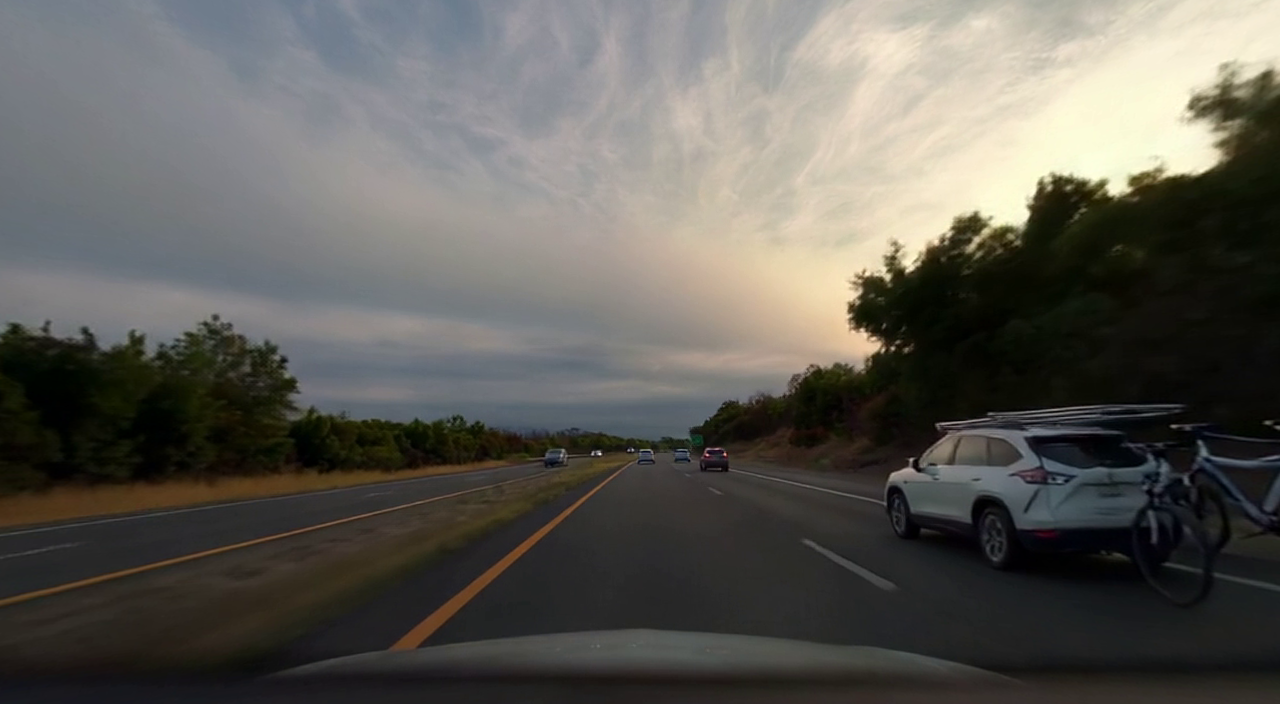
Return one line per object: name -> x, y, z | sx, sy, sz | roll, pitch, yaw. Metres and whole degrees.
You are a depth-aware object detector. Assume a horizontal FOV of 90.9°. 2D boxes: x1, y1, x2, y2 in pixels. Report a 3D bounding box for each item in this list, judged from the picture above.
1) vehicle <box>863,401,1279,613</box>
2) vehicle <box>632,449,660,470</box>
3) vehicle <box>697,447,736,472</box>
vehicle -> 4.228, 1.515, 6.961 | 1.978, 1.604, 4.128 | 0, -9, 0
vehicle -> 0.440, 7.851, 46.209 | 1.991, 1.459, 3.769 | 0, -9, 0
vehicle -> 4.940, 6.999, 41.161 | 1.964, 1.513, 3.707 | 0, -9, -1
